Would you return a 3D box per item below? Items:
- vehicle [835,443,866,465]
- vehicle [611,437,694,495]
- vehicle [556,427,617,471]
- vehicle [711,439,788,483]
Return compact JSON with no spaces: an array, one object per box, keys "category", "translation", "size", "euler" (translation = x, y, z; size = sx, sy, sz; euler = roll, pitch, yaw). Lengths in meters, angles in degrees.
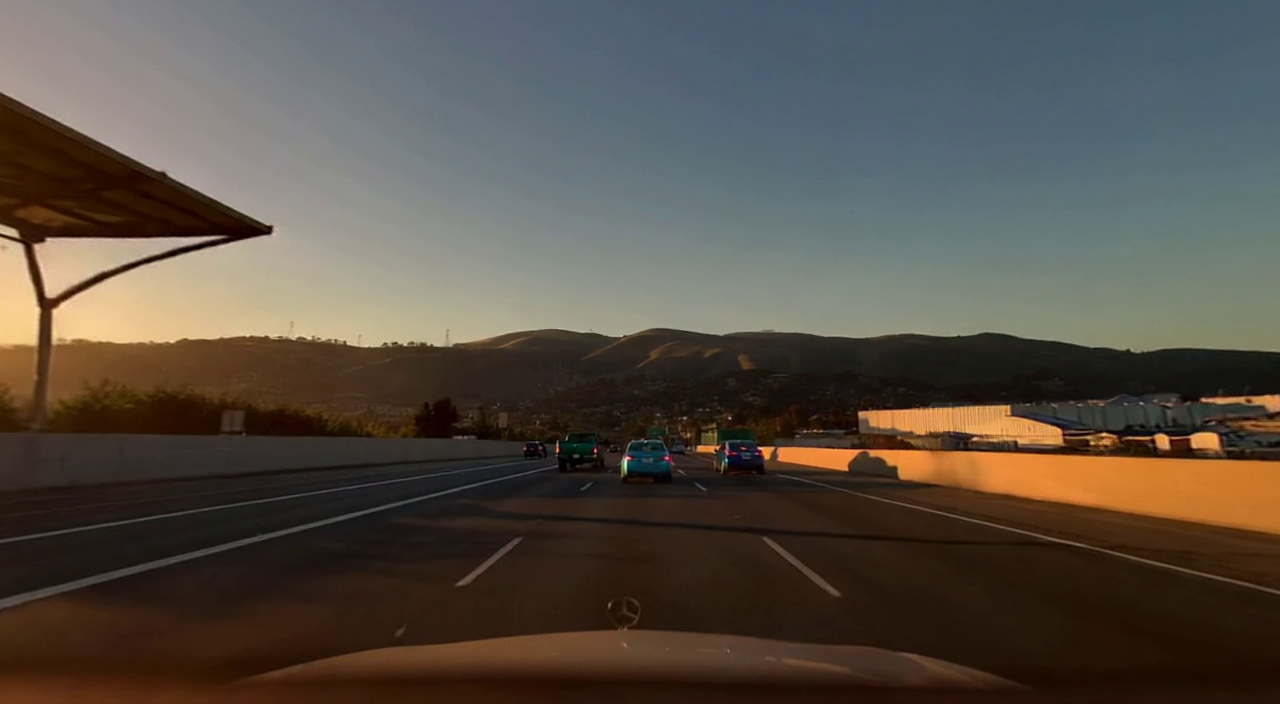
[{"category":"vehicle","translation":[16.389,7.946,49.221],"size":[1.778,1.564,3.906],"euler":[-1,-9,11]},{"category":"vehicle","translation":[0.313,3.293,18.534],"size":[2.171,1.493,4.081],"euler":[0,-8,0]},{"category":"vehicle","translation":[-2.830,5.441,35.480],"size":[2.733,2.230,6.820],"euler":[0,-8,1]},{"category":"vehicle","translation":[4.015,4.080,23.929],"size":[2.023,1.510,4.773],"euler":[0,-8,-1]}]
